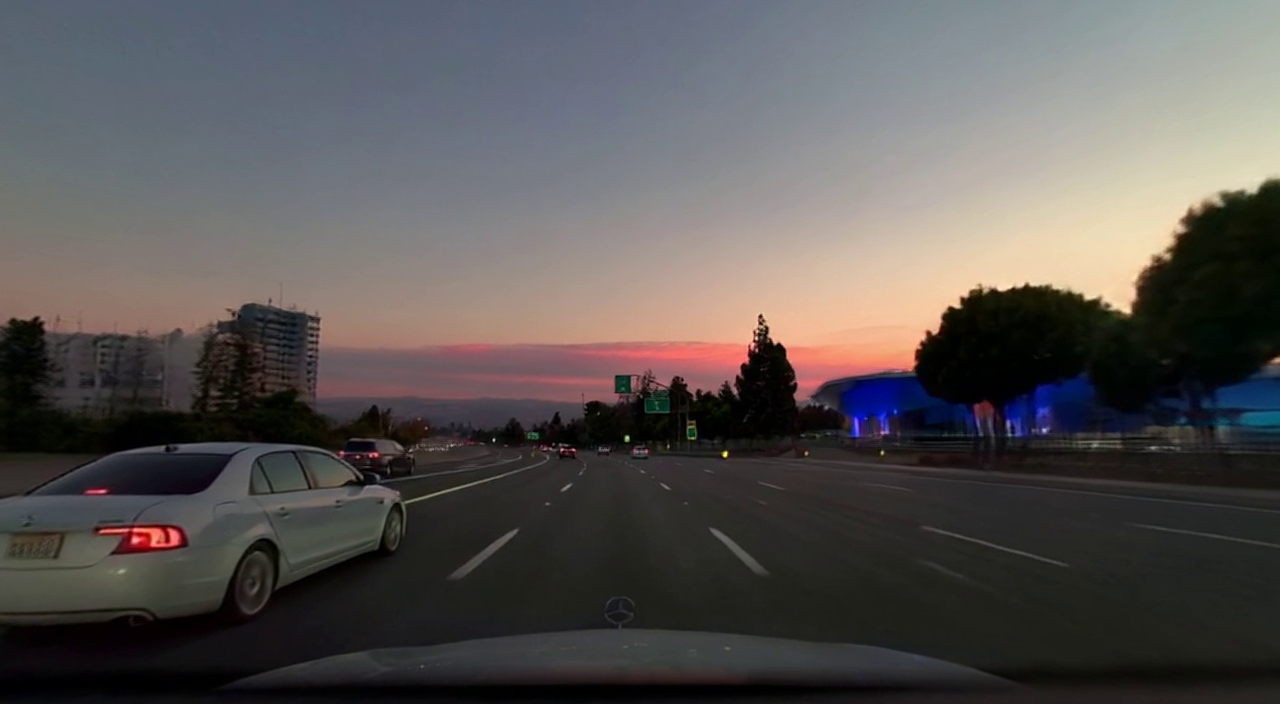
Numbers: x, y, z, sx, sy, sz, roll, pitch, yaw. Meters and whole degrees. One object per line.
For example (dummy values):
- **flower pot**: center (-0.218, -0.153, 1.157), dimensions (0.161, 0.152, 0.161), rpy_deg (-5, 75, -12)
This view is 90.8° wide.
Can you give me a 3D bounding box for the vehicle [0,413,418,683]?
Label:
- **vehicle**: center (-3.802, 1.400, 5.732), dimensions (2.018, 1.476, 4.364), rpy_deg (0, -8, -1)
